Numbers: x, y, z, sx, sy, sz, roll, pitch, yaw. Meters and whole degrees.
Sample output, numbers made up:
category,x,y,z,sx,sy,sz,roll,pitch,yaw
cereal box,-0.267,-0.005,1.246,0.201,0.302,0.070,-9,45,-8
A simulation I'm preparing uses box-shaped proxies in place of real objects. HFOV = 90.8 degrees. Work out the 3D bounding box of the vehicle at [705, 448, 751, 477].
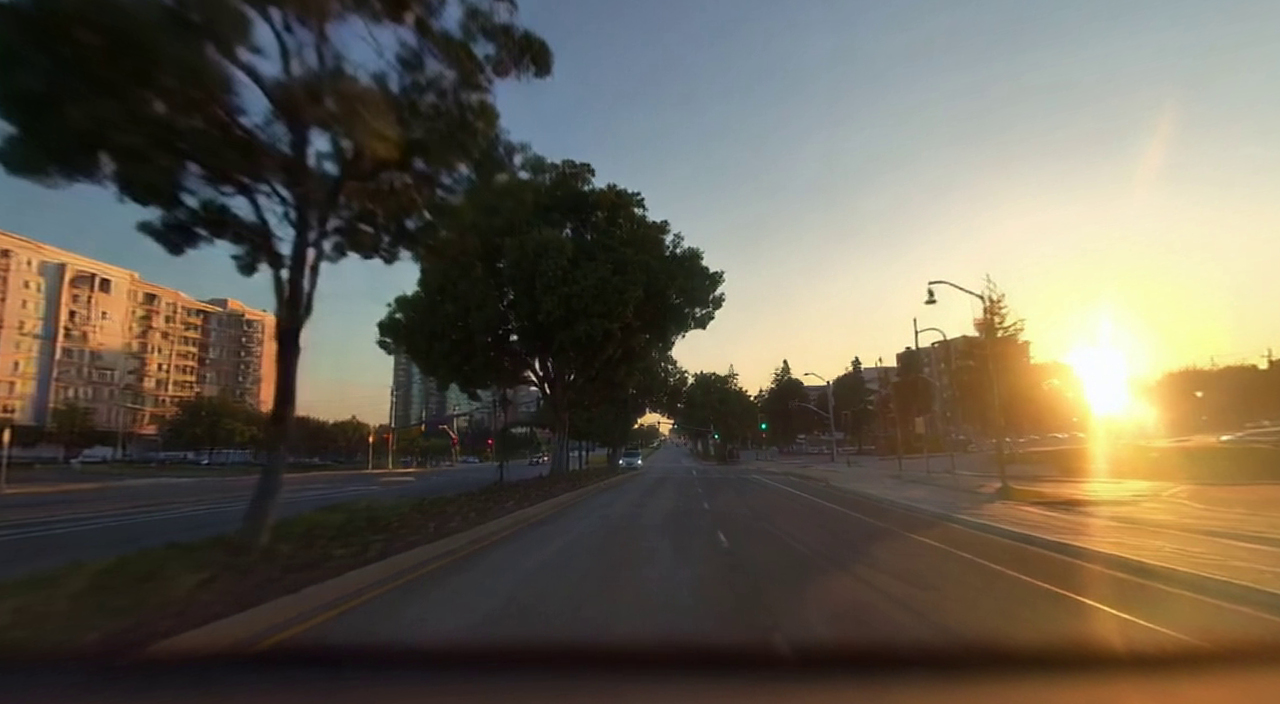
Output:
category,x,y,z,sx,sy,sz,roll,pitch,yaw
vehicle,4.797,6.072,35.052,2.133,1.481,4.276,0,-9,2
